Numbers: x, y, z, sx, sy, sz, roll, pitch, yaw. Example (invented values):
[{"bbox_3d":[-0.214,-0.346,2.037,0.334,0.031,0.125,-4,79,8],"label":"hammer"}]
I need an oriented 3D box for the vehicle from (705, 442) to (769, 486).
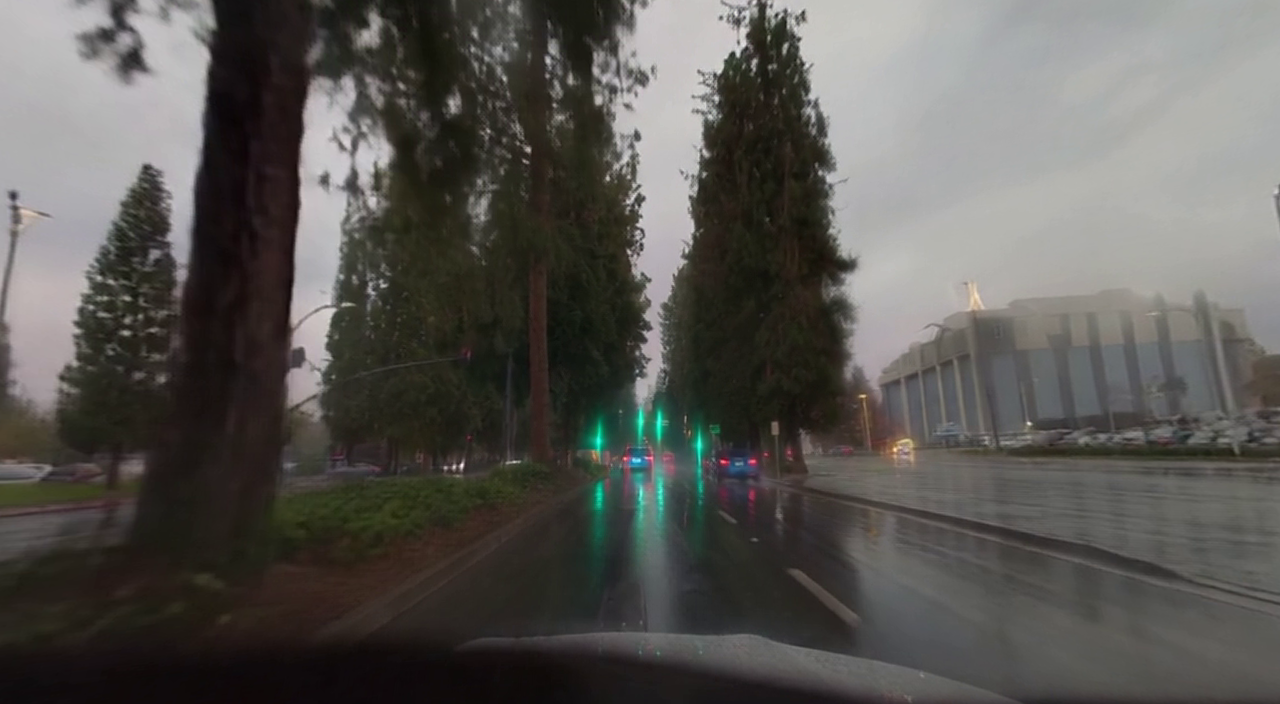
[{"bbox_3d":[3.740,4.370,24.969,1.847,1.554,4.052,0,-8,-1],"label":"vehicle"}]

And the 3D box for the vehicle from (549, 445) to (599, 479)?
[{"bbox_3d":[-3.490,5.901,34.216,2.047,1.710,4.314,0,-8,2],"label":"vehicle"}]

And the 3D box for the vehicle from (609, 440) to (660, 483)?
[{"bbox_3d":[-0.221,4.725,27.523,2.022,1.700,4.084,0,-8,0],"label":"vehicle"}]
